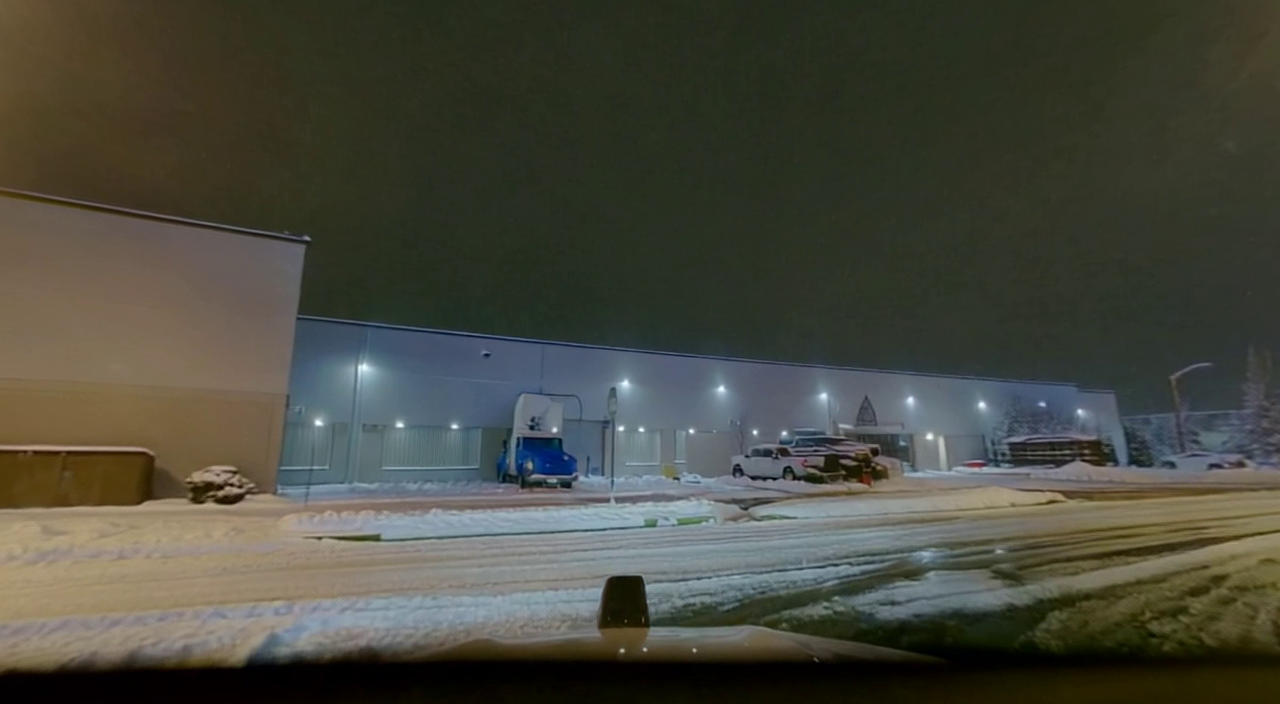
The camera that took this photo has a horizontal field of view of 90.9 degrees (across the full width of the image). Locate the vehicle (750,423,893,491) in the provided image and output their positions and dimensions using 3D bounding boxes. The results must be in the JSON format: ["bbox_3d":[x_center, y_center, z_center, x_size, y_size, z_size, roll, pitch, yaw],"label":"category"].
[{"bbox_3d":[8.710,5.070,30.363,6.271,3.004,2.298,4,-11,-19],"label":"vehicle"}]

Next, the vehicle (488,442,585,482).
[{"bbox_3d":[-5.990,6.309,36.458,5.207,2.103,1.997,3,-9,-20],"label":"vehicle"}]
